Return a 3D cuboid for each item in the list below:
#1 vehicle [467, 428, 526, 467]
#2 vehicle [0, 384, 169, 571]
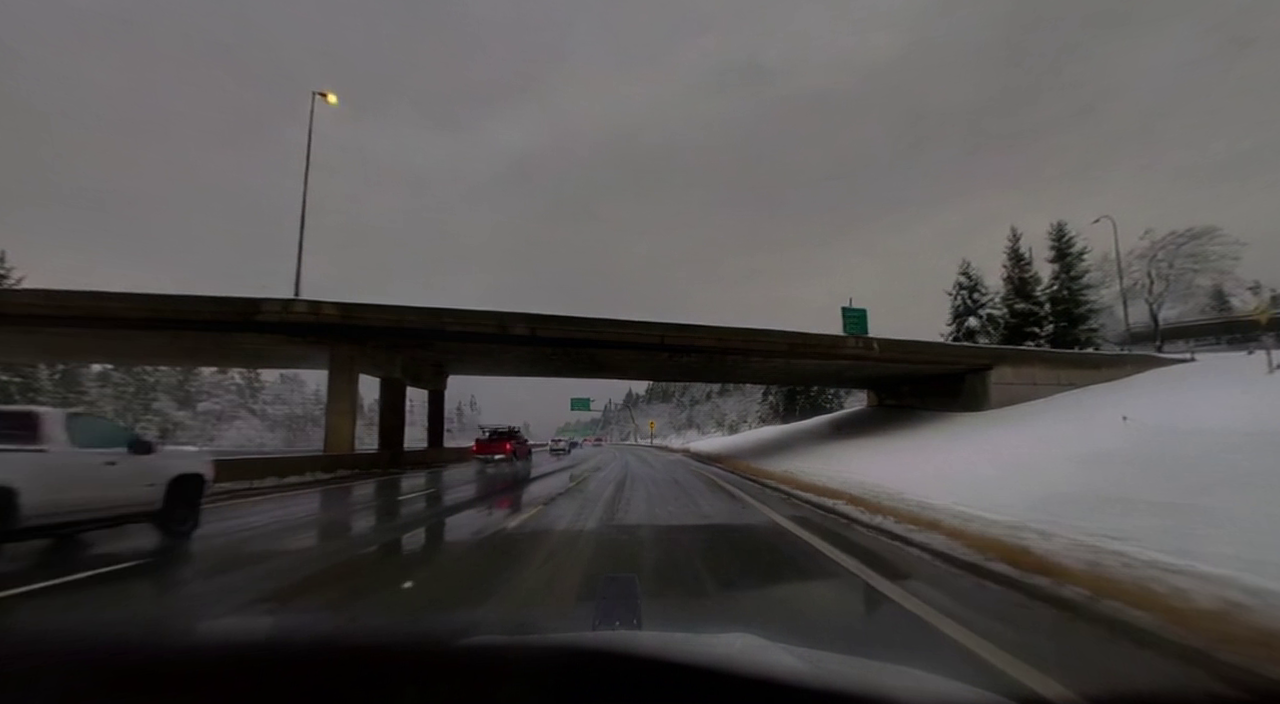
[{"bbox_3d":[-7.426,4.964,33.014,1.956,1.888,4.512,0,-8,1],"label":"vehicle"},{"bbox_3d":[-7.660,1.256,6.211,2.188,1.896,4.810,0,-8,1],"label":"vehicle"}]
